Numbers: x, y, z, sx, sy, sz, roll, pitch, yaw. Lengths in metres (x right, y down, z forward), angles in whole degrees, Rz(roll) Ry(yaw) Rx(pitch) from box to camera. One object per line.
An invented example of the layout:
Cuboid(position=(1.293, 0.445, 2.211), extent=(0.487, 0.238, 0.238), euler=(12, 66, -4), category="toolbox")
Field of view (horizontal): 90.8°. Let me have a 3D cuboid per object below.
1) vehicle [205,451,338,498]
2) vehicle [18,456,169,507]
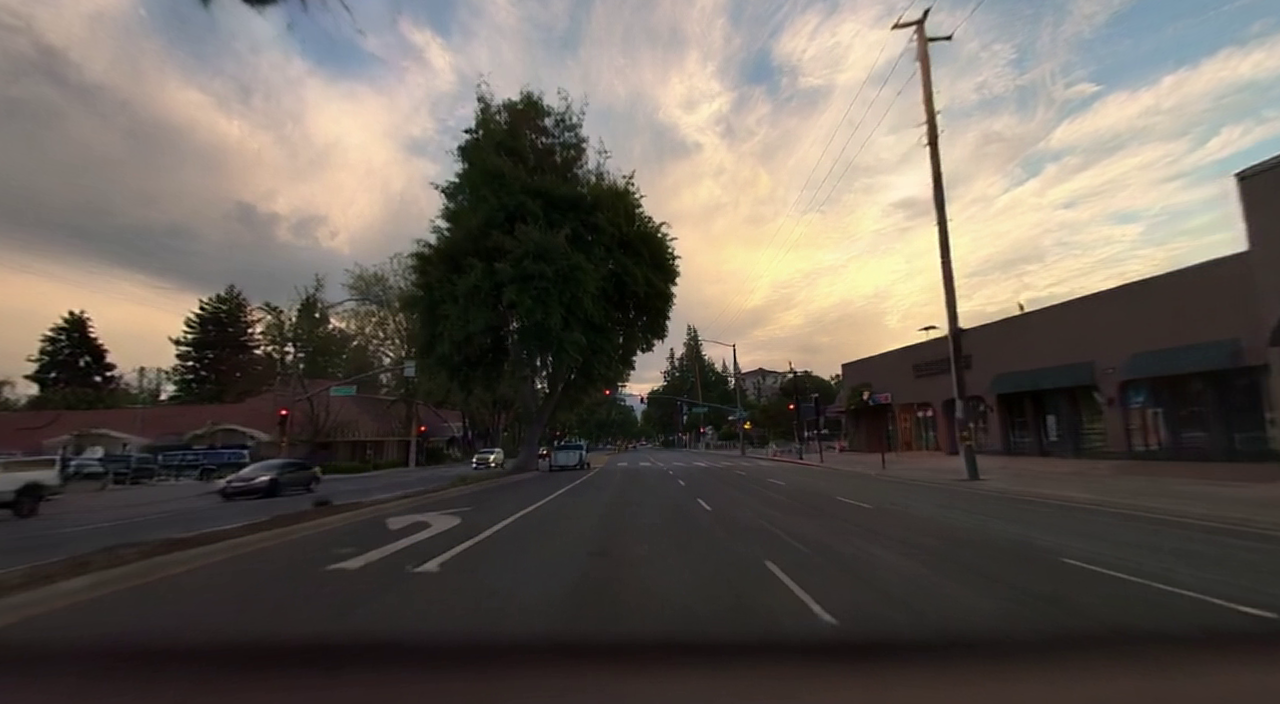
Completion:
Cuboid(position=(-12.894, 4.286, 22.499), extent=(2.034, 1.447, 4.484), euler=(0, -9, 0), category="vehicle")
Cuboid(position=(-19.591, 4.612, 22.933), extent=(1.851, 1.584, 4.035), euler=(0, -9, 0), category="vehicle")
